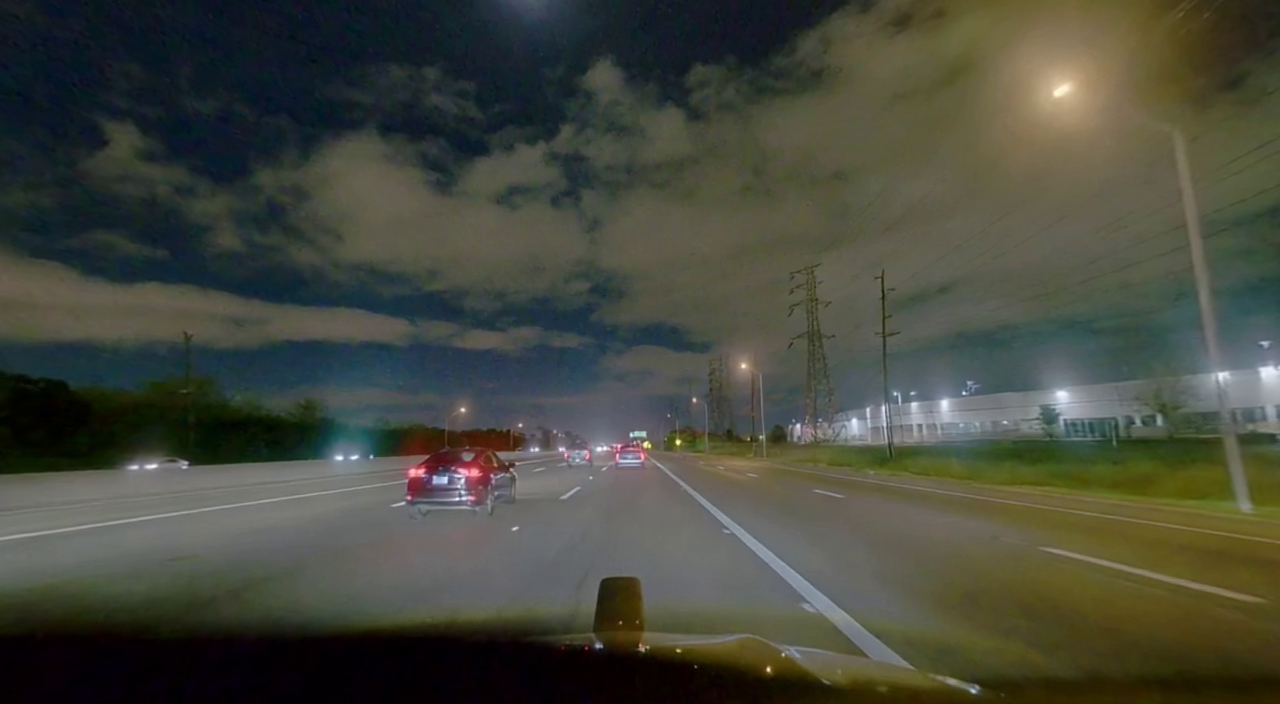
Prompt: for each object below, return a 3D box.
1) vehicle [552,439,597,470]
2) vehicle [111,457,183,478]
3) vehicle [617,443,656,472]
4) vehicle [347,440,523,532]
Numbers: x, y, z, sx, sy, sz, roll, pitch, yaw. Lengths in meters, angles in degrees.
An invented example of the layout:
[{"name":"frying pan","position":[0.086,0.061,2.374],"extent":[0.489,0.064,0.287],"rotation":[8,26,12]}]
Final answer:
[{"name":"vehicle","position":[-3.930,6.239,38.591],"extent":[2.244,1.752,4.439],"rotation":[0,-8,1]},{"name":"vehicle","position":[-38.001,8.916,48.850],"extent":[1.905,1.445,4.531],"rotation":[0,-8,0]},{"name":"vehicle","position":[-0.209,5.788,34.928],"extent":[2.030,1.471,4.115],"rotation":[0,-8,0]},{"name":"vehicle","position":[-3.662,2.459,12.215],"extent":[1.938,1.444,4.206],"rotation":[0,-8,1]}]
